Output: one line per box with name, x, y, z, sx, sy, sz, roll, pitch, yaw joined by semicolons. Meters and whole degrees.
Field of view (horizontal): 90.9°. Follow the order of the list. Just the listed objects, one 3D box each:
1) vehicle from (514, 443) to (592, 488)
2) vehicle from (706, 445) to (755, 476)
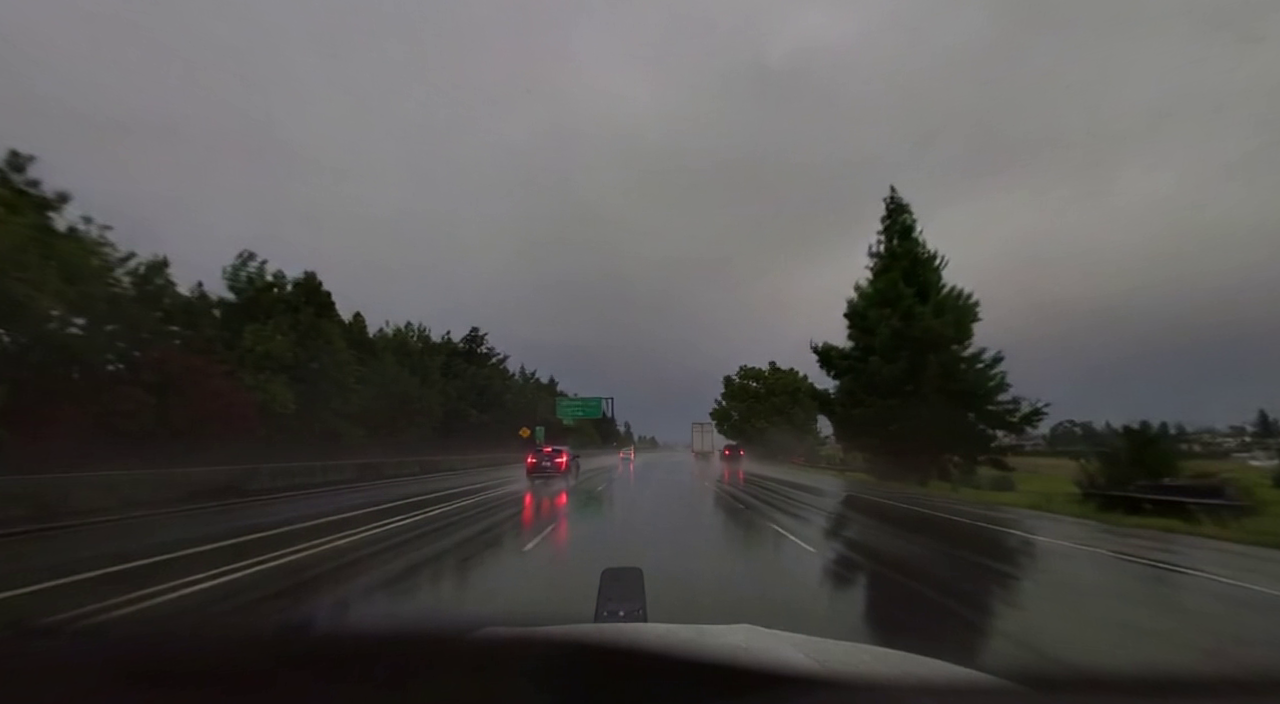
vehicle;-3.192;4.317;24.189;2.085;1.530;4.809;0;-9;2
vehicle;4.931;5.982;34.897;2.176;1.598;3.878;0;-9;1
